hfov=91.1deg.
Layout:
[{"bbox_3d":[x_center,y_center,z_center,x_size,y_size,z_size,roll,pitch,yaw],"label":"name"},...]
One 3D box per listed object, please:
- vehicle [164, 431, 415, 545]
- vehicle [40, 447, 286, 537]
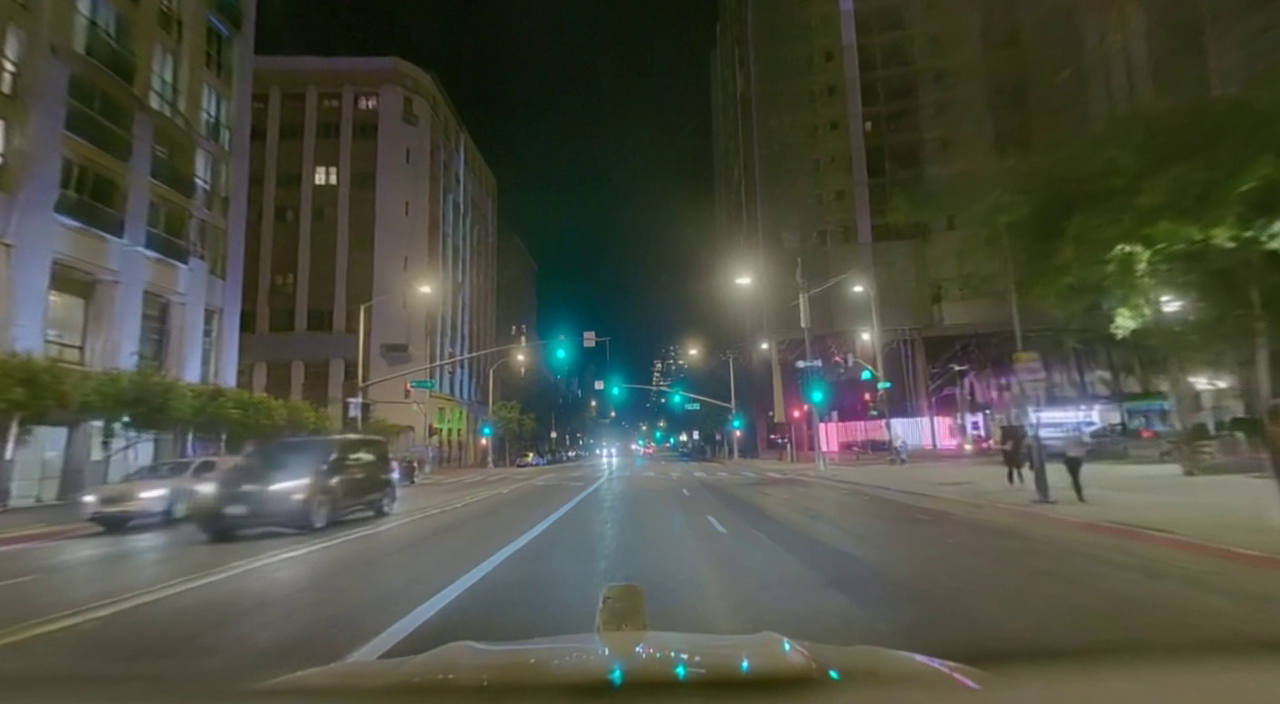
[{"bbox_3d":[-6.103,2.389,11.742,2.128,1.704,4.343,0,-9,1],"label":"vehicle"},{"bbox_3d":[-12.256,3.557,16.862,2.126,1.963,5.547,0,-9,2],"label":"vehicle"}]
